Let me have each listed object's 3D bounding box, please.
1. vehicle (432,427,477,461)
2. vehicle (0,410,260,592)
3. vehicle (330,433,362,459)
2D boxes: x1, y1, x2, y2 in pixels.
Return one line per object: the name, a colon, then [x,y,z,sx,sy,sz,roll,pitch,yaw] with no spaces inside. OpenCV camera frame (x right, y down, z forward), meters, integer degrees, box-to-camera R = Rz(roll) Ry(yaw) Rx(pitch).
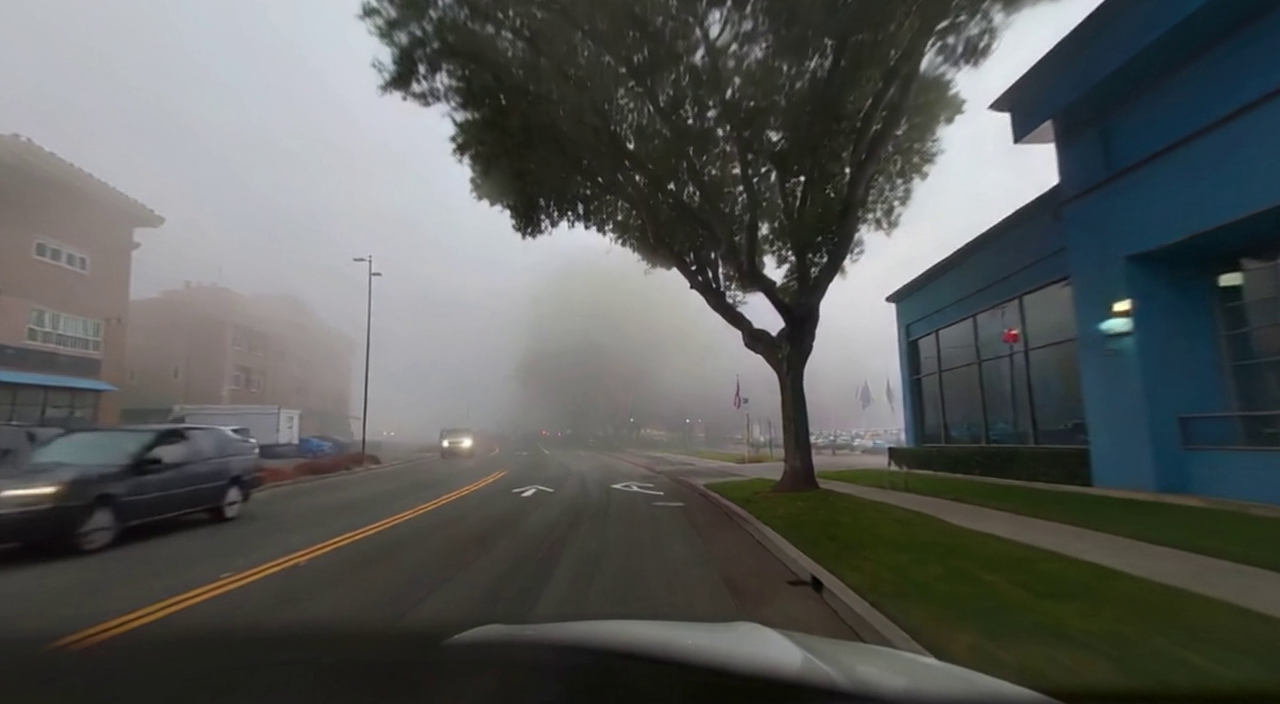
vehicle: [-11.078,5.490,37.863,2.026,1.882,4.277,0,-7,-9]
vehicle: [-6.726,1.578,7.523,1.963,1.589,4.212,0,-7,-4]
vehicle: [-19.175,6.143,41.166,1.778,1.584,2.802,2,-8,-23]
